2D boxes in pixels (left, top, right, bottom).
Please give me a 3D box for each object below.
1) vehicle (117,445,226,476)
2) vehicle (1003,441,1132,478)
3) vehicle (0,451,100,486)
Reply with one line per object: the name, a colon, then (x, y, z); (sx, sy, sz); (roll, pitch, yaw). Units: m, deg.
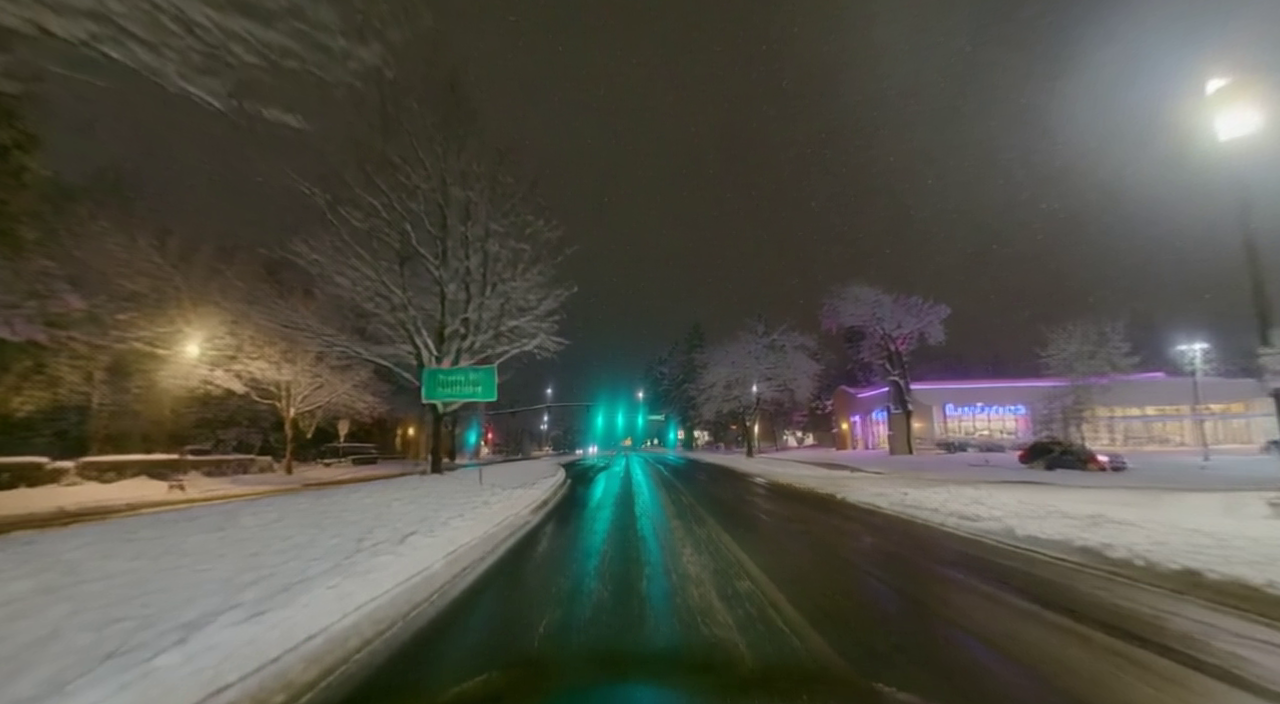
vehicle: (-27.184, 6.280, 36.894); (4.731, 1.677, 1.999); (5, -9, -28)
vehicle: (19.535, 4.891, 29.094); (1.869, 1.481, 4.459); (1, -8, -25)
vehicle: (-26.969, 5.154, 28.167); (3.976, 1.436, 1.900); (4, -9, -27)
